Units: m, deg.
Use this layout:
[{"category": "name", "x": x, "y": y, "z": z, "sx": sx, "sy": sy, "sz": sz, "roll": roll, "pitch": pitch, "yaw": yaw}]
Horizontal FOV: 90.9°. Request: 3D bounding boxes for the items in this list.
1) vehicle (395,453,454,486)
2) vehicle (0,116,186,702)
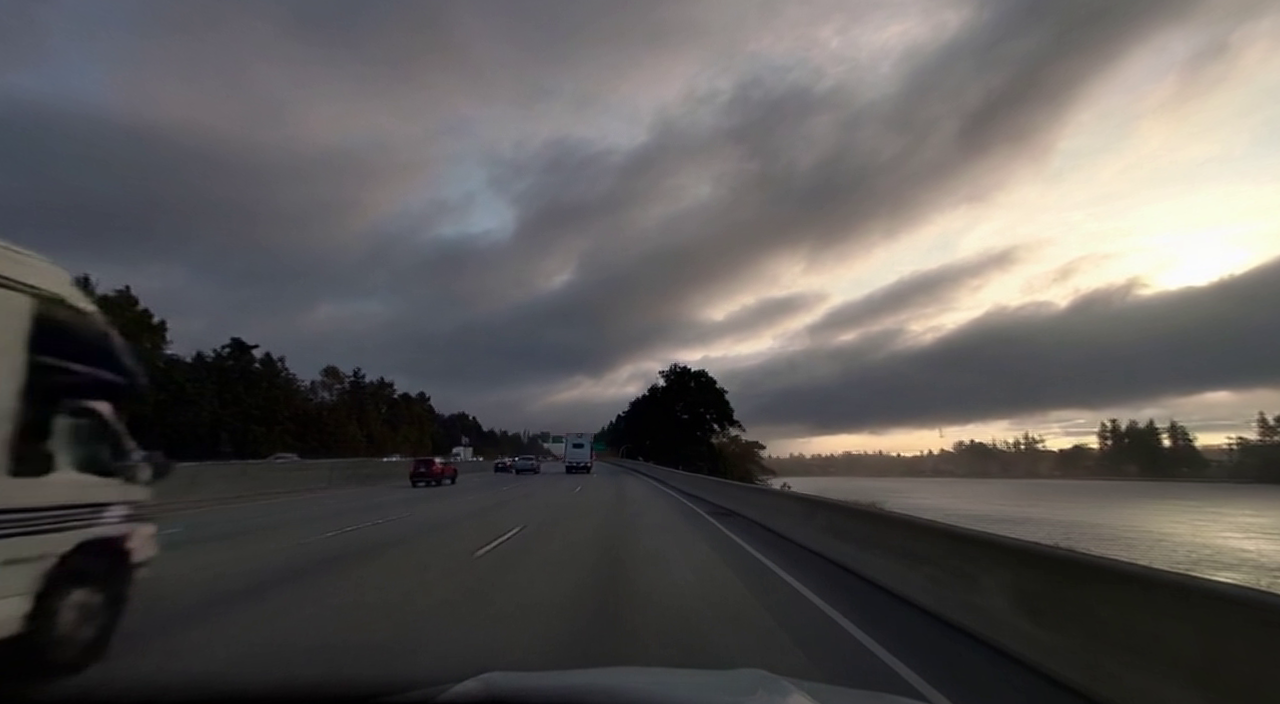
[{"category": "vehicle", "x": -12.830, "y": 7.000, "z": 37.816, "sx": 2.005, "sy": 1.774, "sz": 4.610, "roll": 0, "pitch": -9, "yaw": -2}, {"category": "vehicle", "x": -4.543, "y": -0.172, "z": 0.568, "sx": 2.542, "sy": 2.965, "sz": 7.637, "roll": -1, "pitch": -10, "yaw": 0}]
